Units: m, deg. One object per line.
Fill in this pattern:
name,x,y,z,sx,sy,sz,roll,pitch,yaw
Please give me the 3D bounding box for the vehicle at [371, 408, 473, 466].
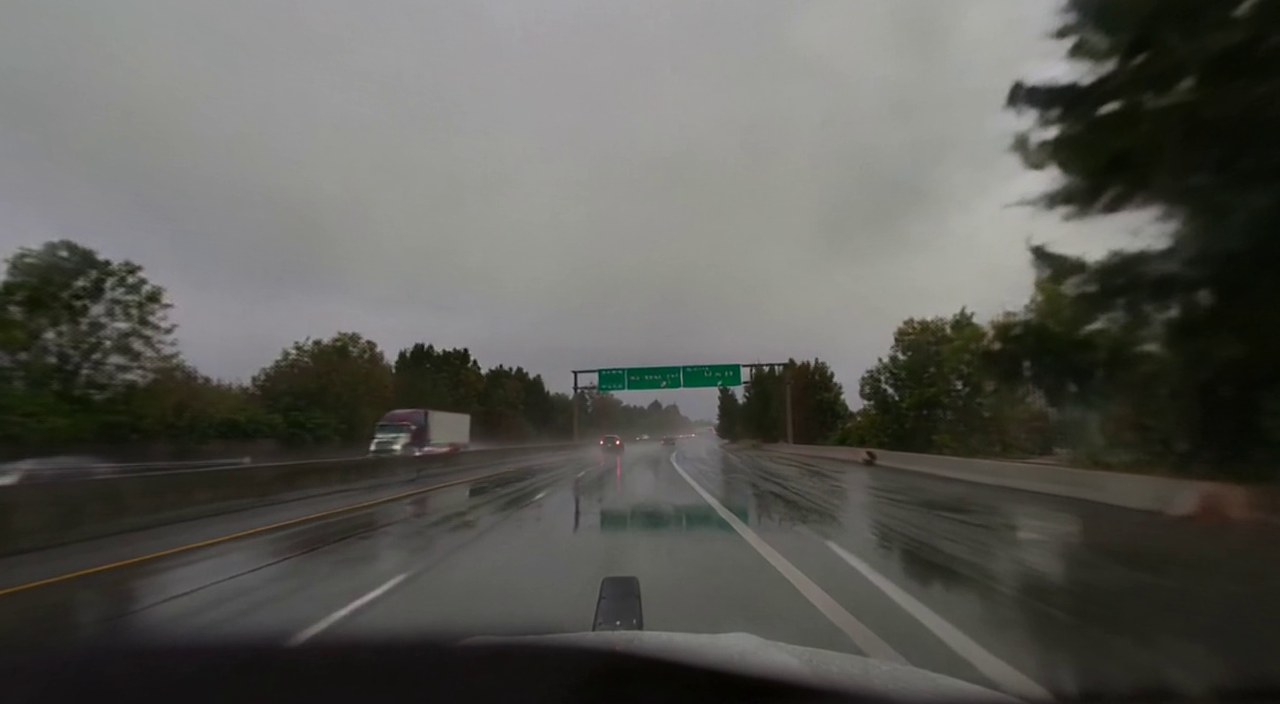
vehicle,-14.758,5.911,43.716,3.205,3.498,9.568,-1,-8,3
